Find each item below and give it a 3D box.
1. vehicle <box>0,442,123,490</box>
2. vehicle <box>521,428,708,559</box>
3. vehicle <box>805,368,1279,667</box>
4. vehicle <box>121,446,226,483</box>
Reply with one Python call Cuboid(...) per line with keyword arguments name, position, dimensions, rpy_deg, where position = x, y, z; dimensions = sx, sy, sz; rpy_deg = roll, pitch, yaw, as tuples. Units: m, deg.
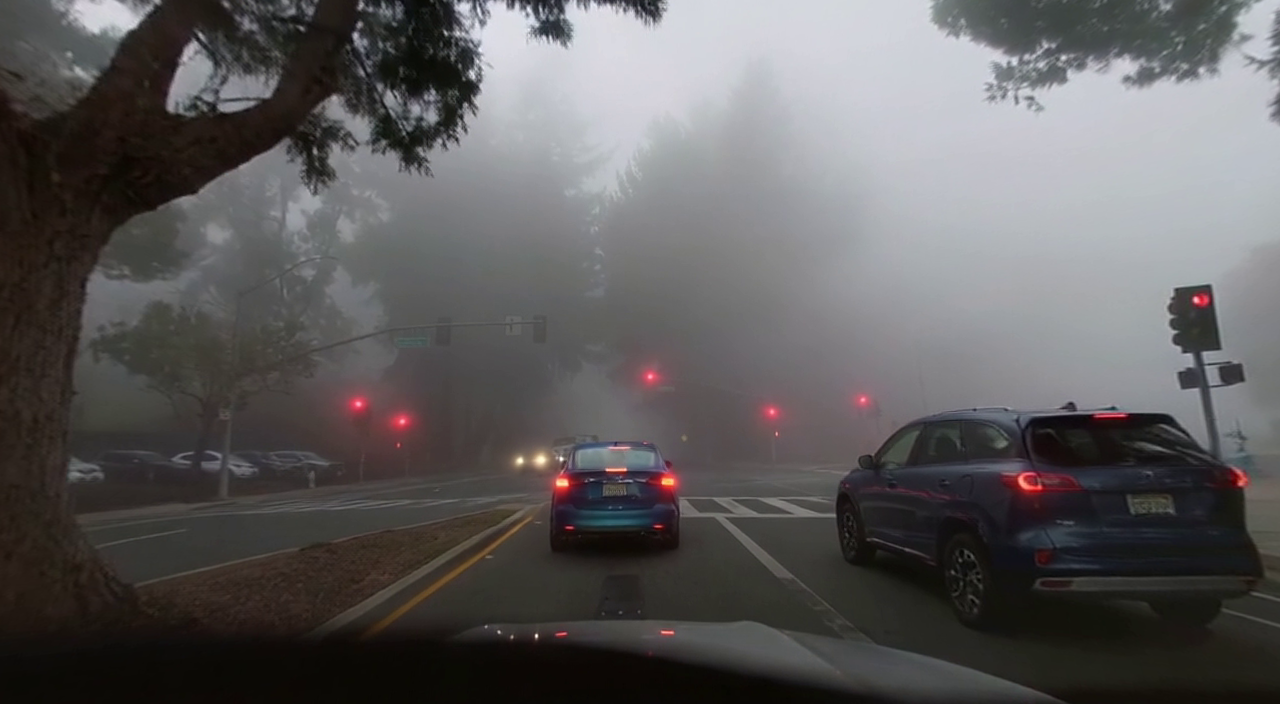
Cuboid(name="vehicle", position=(-28.484, 5.441, 30.442), dimensions=(5.119, 2.119, 2.199), rpy_deg=(5, -10, -31))
Cuboid(name="vehicle", position=(-0.325, 2.010, 9.802), dimensions=(2.177, 1.512, 4.682), rpy_deg=(0, -9, -1))
Cuboid(name="vehicle", position=(3.185, 1.301, 5.999), dimensions=(2.046, 1.768, 4.370), rpy_deg=(0, -9, 0))
Cuboid(name="vehicle", position=(-28.592, 6.882, 38.967), dimensions=(4.943, 2.110, 2.217), rpy_deg=(5, -10, -32))
